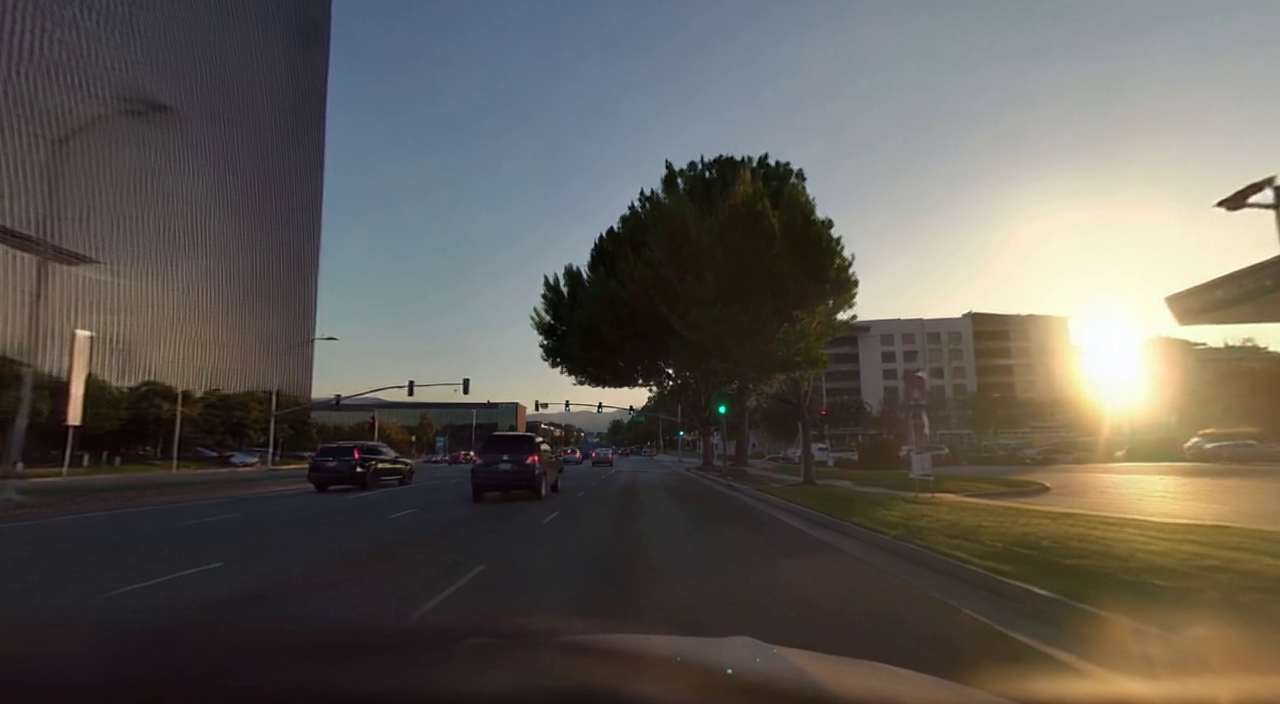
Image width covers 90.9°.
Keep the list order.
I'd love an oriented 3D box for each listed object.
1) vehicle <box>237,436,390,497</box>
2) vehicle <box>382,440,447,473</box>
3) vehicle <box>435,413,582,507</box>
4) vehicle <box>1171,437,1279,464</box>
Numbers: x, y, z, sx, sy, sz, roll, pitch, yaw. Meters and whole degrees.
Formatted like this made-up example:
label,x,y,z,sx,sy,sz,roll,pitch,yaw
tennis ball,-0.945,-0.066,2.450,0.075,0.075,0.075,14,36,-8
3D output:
label,x,y,z,sx,sy,sz,roll,pitch,yaw
vehicle,-9.365,3.300,18.638,1.965,1.541,4.718,0,-8,1
vehicle,-11.933,5.555,33.663,1.875,1.624,4.151,0,-8,1
vehicle,-3.275,2.916,17.522,2.602,2.091,6.347,0,-8,1
vehicle,43.528,7.304,46.883,5.651,1.907,2.097,-3,-9,17
